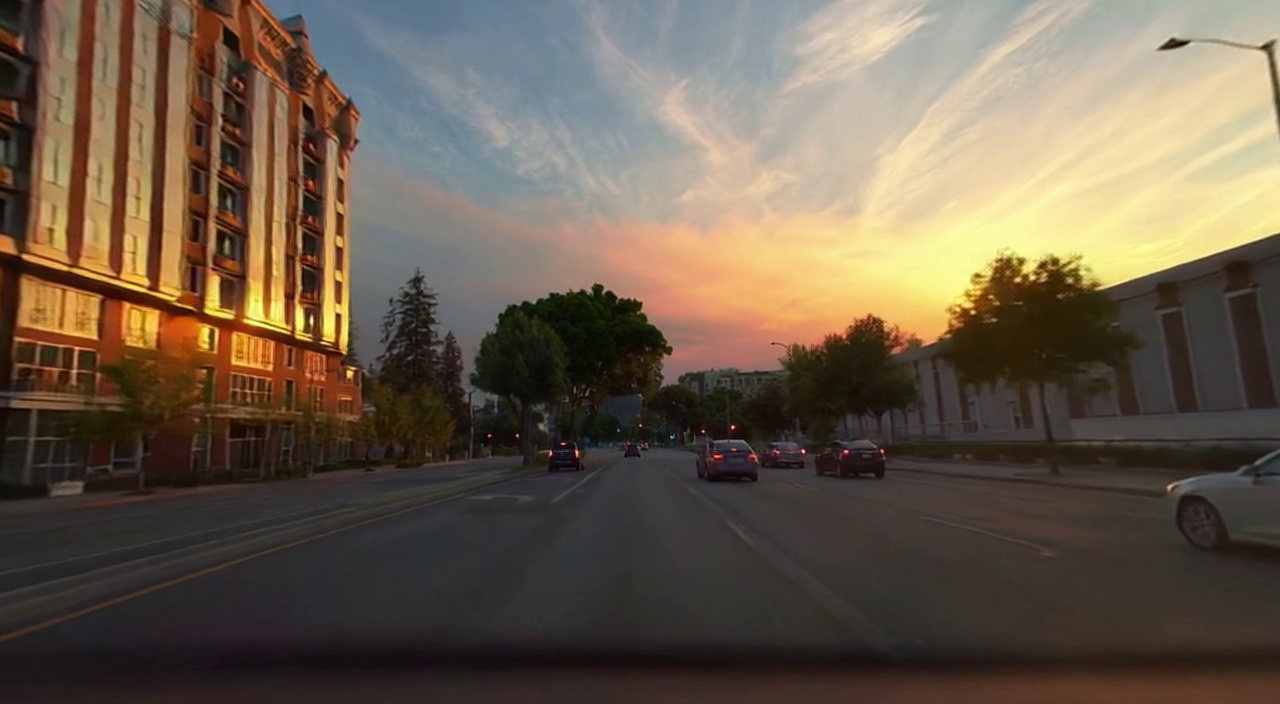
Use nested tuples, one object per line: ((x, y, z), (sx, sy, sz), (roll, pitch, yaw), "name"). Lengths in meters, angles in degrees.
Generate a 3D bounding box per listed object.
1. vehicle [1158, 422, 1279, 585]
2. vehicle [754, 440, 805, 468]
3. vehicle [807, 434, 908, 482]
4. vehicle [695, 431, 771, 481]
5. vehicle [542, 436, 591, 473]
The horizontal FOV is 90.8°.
((6.673, 1.210, 4.724), (1.830, 1.443, 4.351), (-1, -8, -1), "vehicle")
((7.913, 5.842, 36.263), (1.884, 1.478, 4.164), (-1, -8, -1), "vehicle")
((7.767, 3.819, 23.076), (1.944, 1.503, 4.723), (-1, -8, -1), "vehicle")
((3.493, 4.024, 24.694), (2.152, 1.742, 4.704), (-1, -8, -1), "vehicle")
((-3.784, 5.347, 33.240), (2.155, 1.797, 3.989), (-1, -8, 0), "vehicle")
